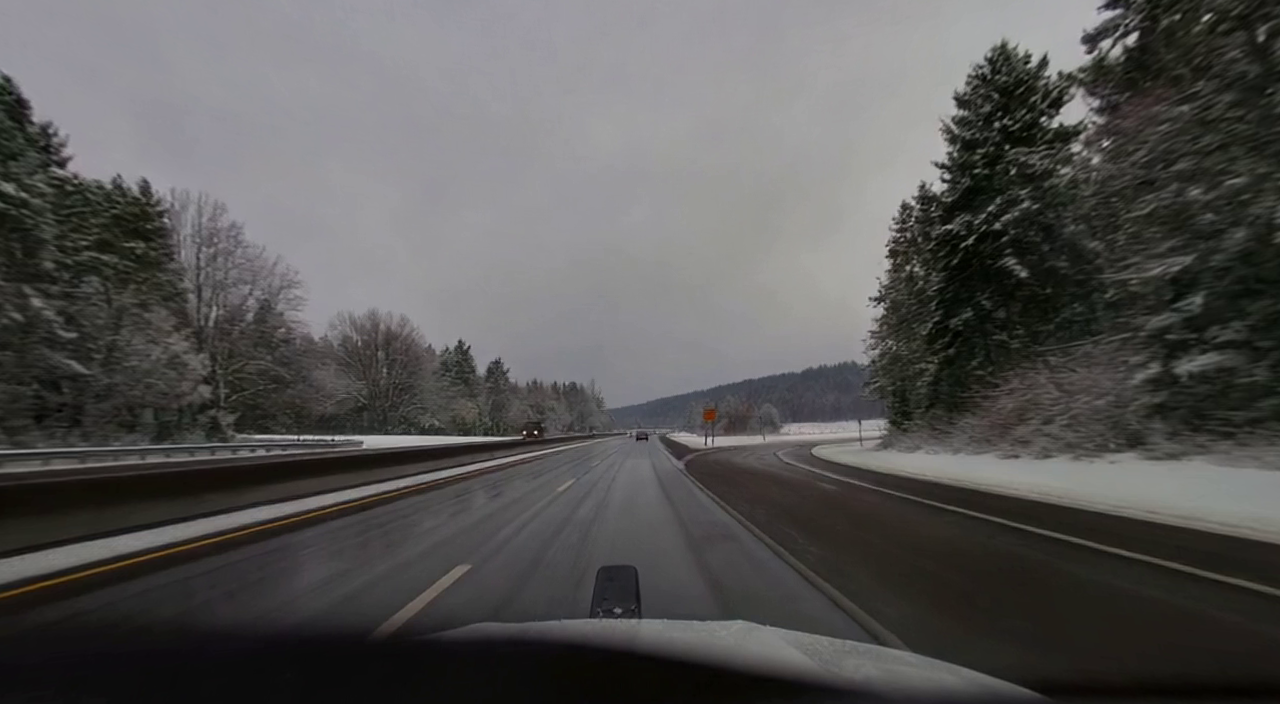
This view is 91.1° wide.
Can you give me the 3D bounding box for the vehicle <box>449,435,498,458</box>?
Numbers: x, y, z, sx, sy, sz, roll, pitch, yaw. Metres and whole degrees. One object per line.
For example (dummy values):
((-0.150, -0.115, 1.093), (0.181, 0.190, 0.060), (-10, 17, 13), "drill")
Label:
((-10.720, 6.093, 40.851), (1.832, 1.366, 4.633), (0, -8, 1), "vehicle")
